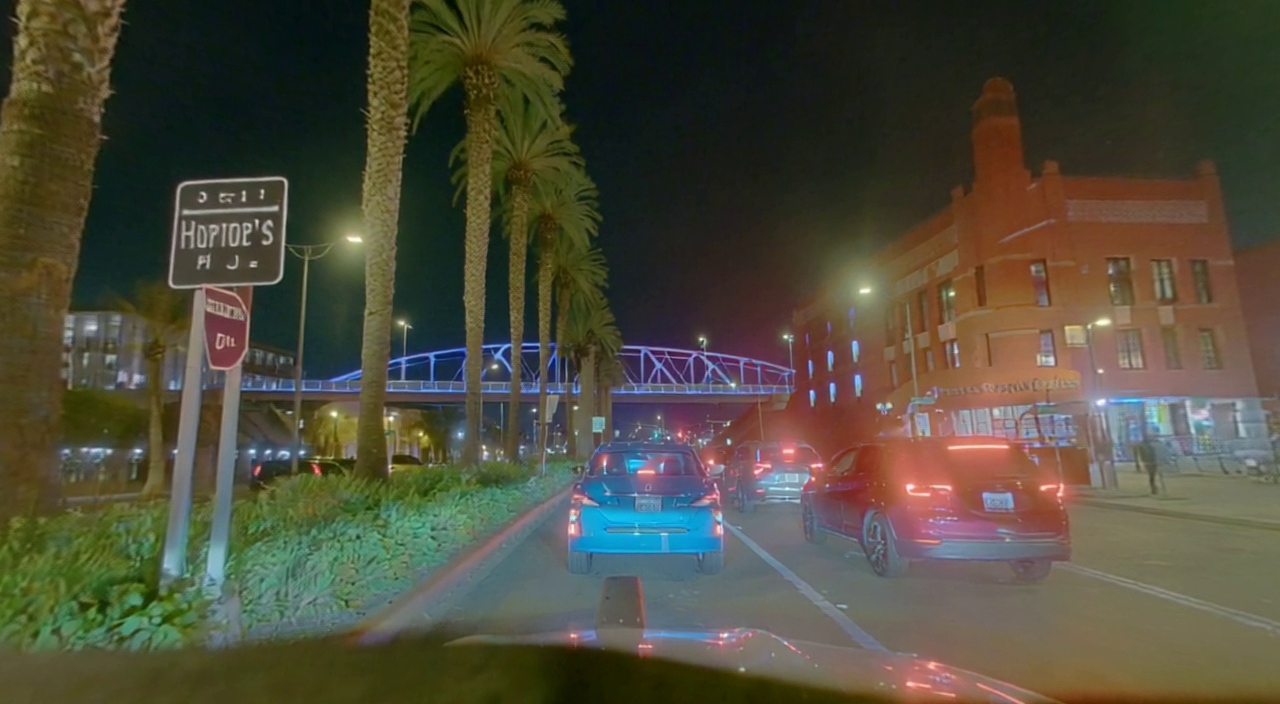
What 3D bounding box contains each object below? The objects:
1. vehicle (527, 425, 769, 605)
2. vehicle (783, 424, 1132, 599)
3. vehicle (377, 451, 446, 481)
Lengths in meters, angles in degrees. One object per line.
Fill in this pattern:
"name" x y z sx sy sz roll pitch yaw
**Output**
"vehicle" 0.063 1.671 7.276 2.048 1.503 3.681 0 -9 0
"vehicle" 3.262 1.715 7.736 1.920 1.490 4.417 0 -9 -1
"vehicle" -14.948 7.472 41.681 2.104 1.802 4.852 -2 -9 9
